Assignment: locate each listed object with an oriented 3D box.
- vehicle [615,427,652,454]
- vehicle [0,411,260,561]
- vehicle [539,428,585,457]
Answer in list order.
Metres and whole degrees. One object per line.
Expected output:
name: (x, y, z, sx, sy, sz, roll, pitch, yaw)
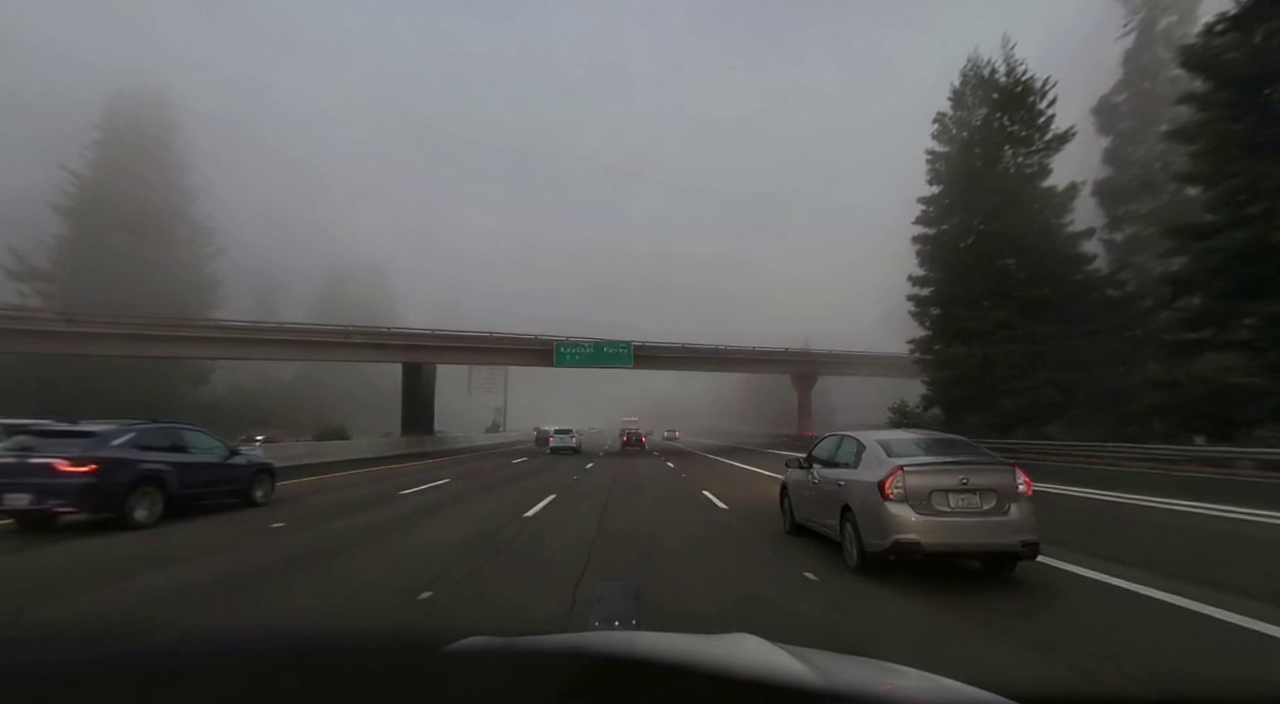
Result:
vehicle: (-0.443, 5.782, 41.167, 2.240, 1.646, 4.949, 0, -8, -1)
vehicle: (-7.648, 1.679, 8.750, 2.009, 1.537, 4.449, 0, -8, -1)
vehicle: (-4.336, 5.092, 35.587, 2.103, 1.512, 4.155, 0, -8, 0)
